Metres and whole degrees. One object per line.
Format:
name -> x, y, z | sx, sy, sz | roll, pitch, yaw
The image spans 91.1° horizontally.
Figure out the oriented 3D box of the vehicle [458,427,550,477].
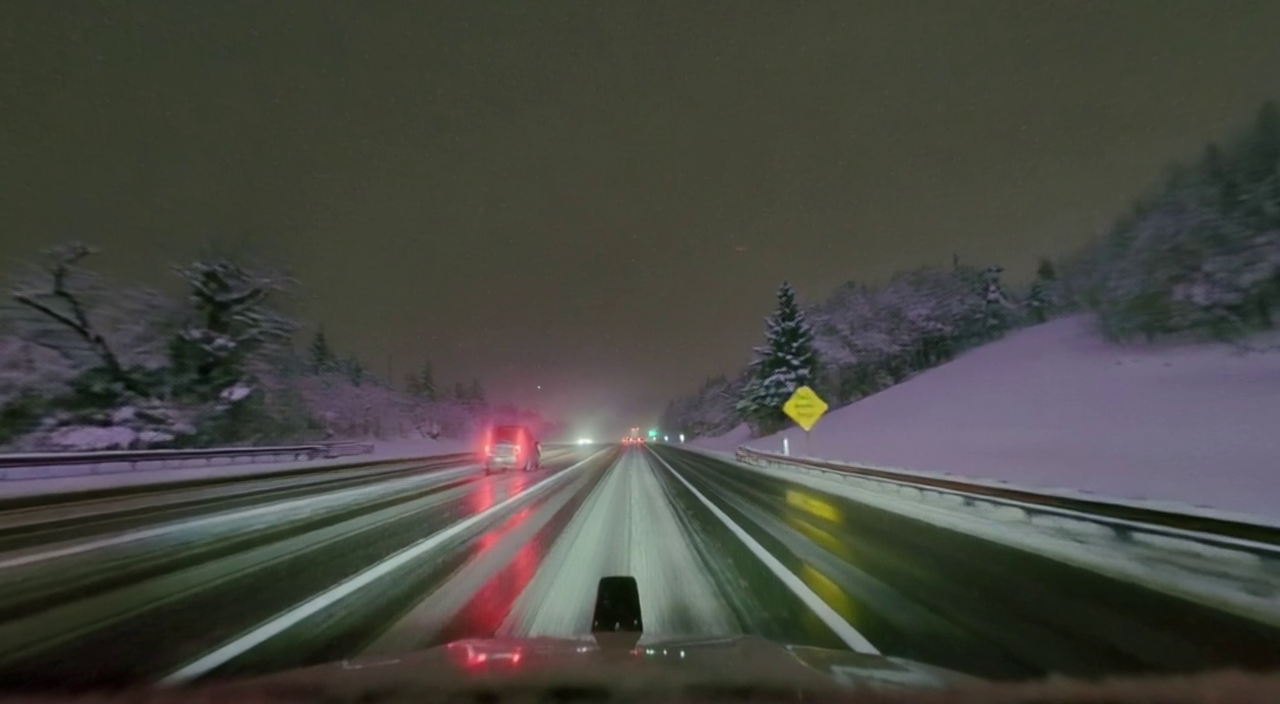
vehicle -> -4.621, 3.464, 22.214 | 2.149, 1.532, 4.905 | 0, -8, 0
